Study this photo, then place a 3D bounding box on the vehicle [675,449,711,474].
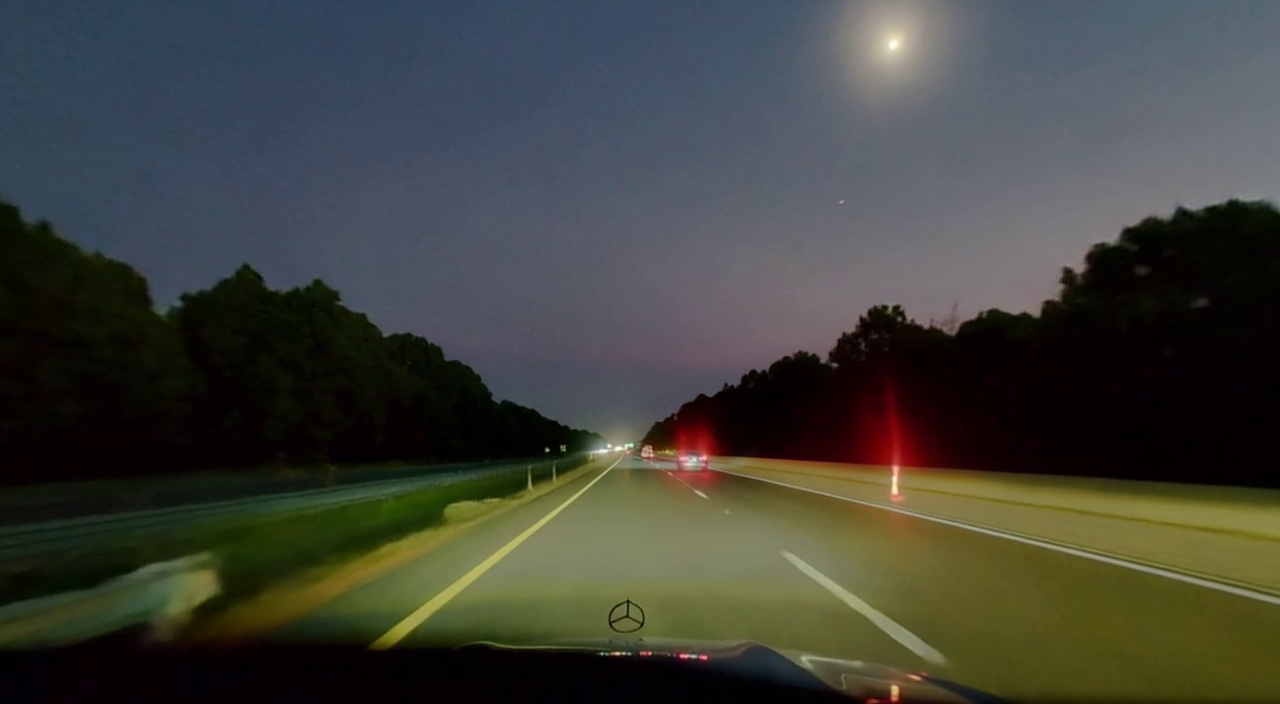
[{"bbox_3d":[3.369,7.083,41.007,1.870,1.486,3.858,0,-9,-2],"label":"vehicle"}]
